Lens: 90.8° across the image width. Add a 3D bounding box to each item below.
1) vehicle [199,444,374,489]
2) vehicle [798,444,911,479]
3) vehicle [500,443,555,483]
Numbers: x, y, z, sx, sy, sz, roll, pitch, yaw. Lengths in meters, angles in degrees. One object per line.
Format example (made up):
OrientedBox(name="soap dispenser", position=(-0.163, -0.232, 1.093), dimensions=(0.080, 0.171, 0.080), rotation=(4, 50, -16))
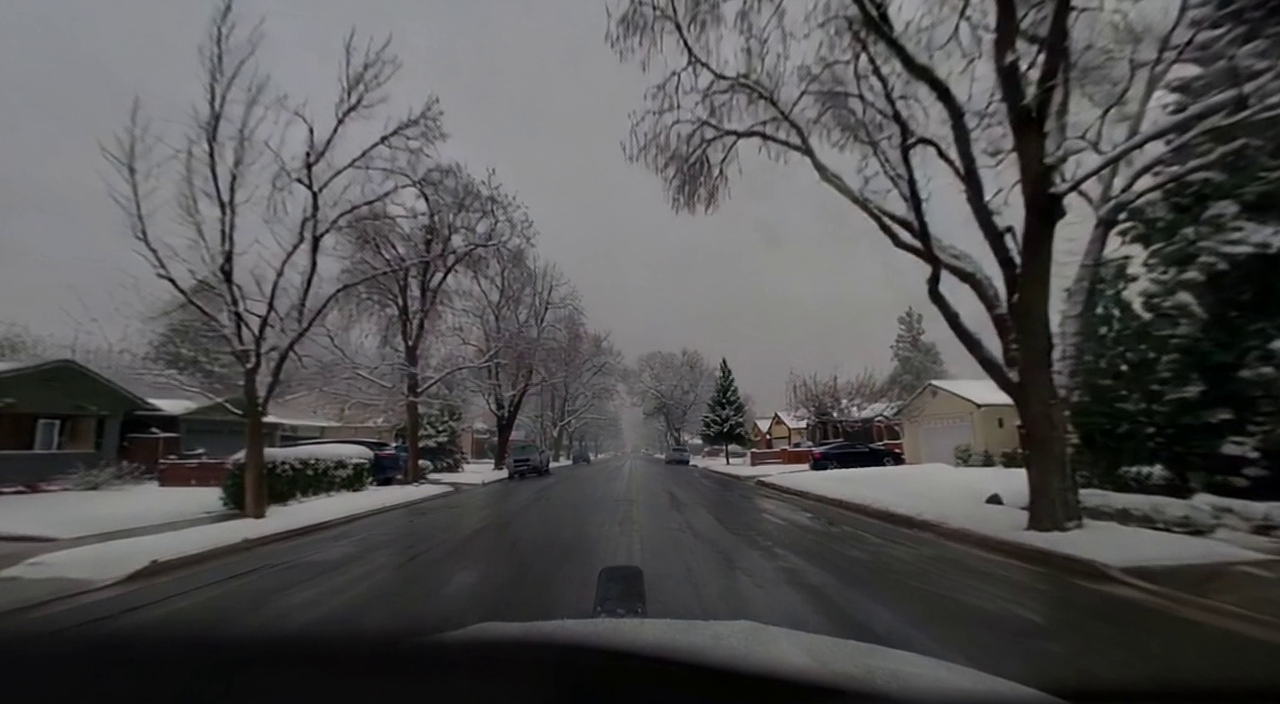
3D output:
OrientedBox(name="vehicle", position=(-12.523, 4.076, 22.663), dimensions=(5.040, 1.541, 2.042), rotation=(0, -9, 0))
OrientedBox(name="vehicle", position=(9.941, 5.084, 29.507), dimensions=(4.497, 1.564, 1.948), rotation=(0, -9, -2))
OrientedBox(name="vehicle", position=(-5.968, 5.933, 34.243), dimensions=(2.341, 1.942, 5.044), rotation=(0, -9, -3))
